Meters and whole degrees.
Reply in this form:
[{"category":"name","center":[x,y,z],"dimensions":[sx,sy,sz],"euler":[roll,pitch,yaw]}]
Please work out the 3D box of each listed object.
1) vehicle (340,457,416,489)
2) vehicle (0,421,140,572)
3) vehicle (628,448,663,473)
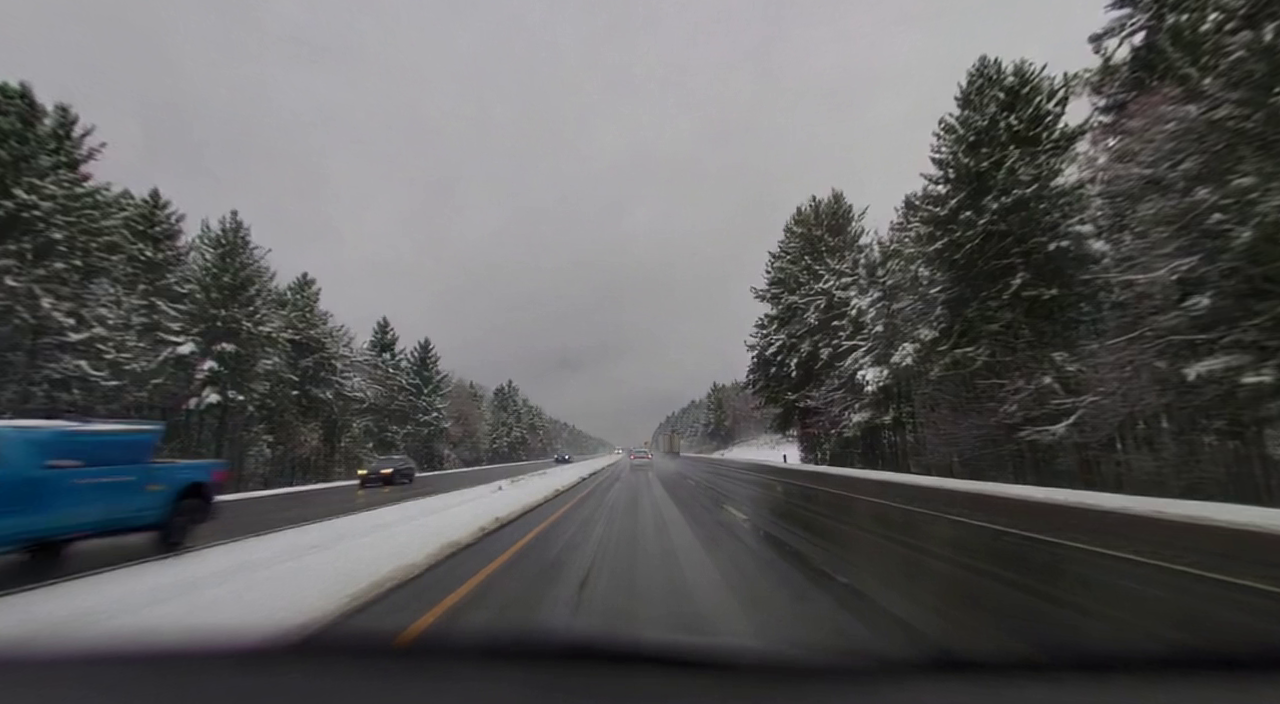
[{"category":"vehicle","center":[-13.325,6.143,32.377],"dimensions":[1.959,1.471,4.543],"euler":[0,-9,0]},{"category":"vehicle","center":[-8.738,1.651,7.031],"dimensions":[2.123,1.784,5.057],"euler":[0,-9,0]},{"category":"vehicle","center":[0.295,6.248,36.498],"dimensions":[1.926,1.386,3.615],"euler":[0,-9,-1]}]
